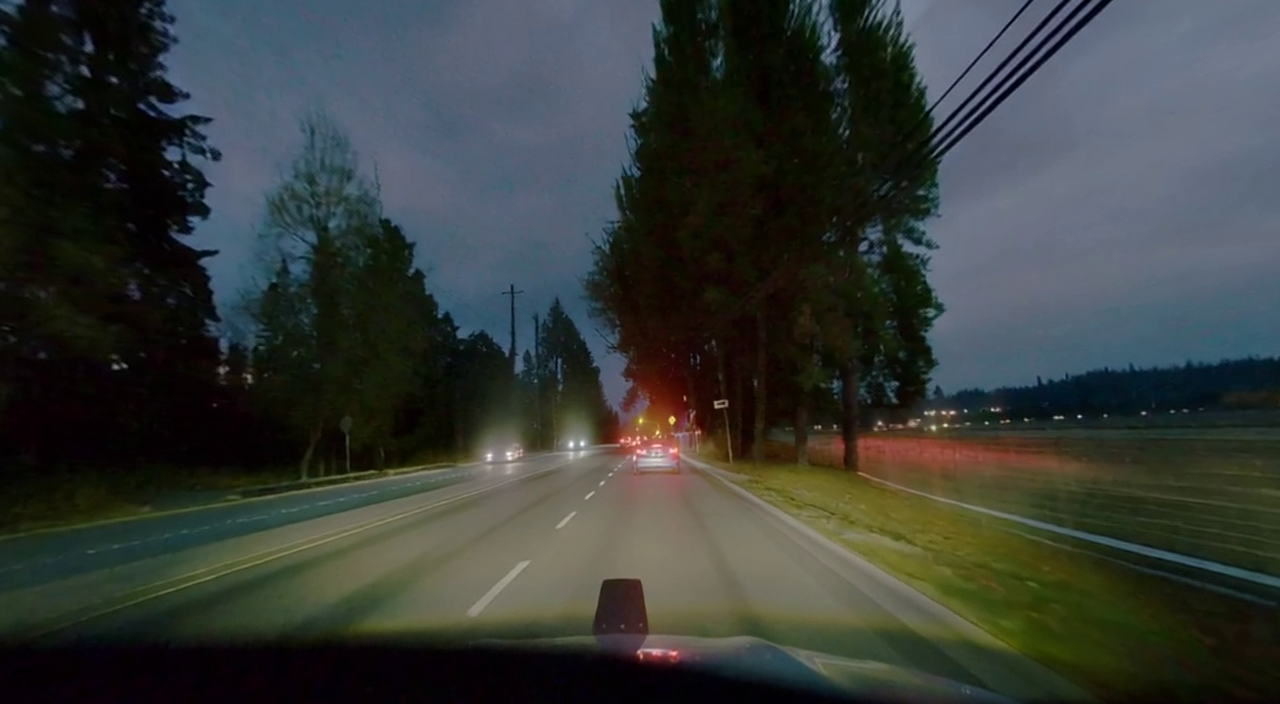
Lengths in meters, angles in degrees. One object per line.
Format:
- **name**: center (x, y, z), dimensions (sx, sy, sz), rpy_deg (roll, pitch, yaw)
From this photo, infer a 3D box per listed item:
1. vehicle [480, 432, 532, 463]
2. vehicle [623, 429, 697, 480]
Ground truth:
- **vehicle**: center (-8.985, 6.449, 42.748), dimensions (2.287, 1.964, 5.437), rpy_deg (0, -8, 0)
- **vehicle**: center (0.589, 3.348, 20.782), dimensions (2.153, 1.461, 4.374), rpy_deg (0, -8, 0)
